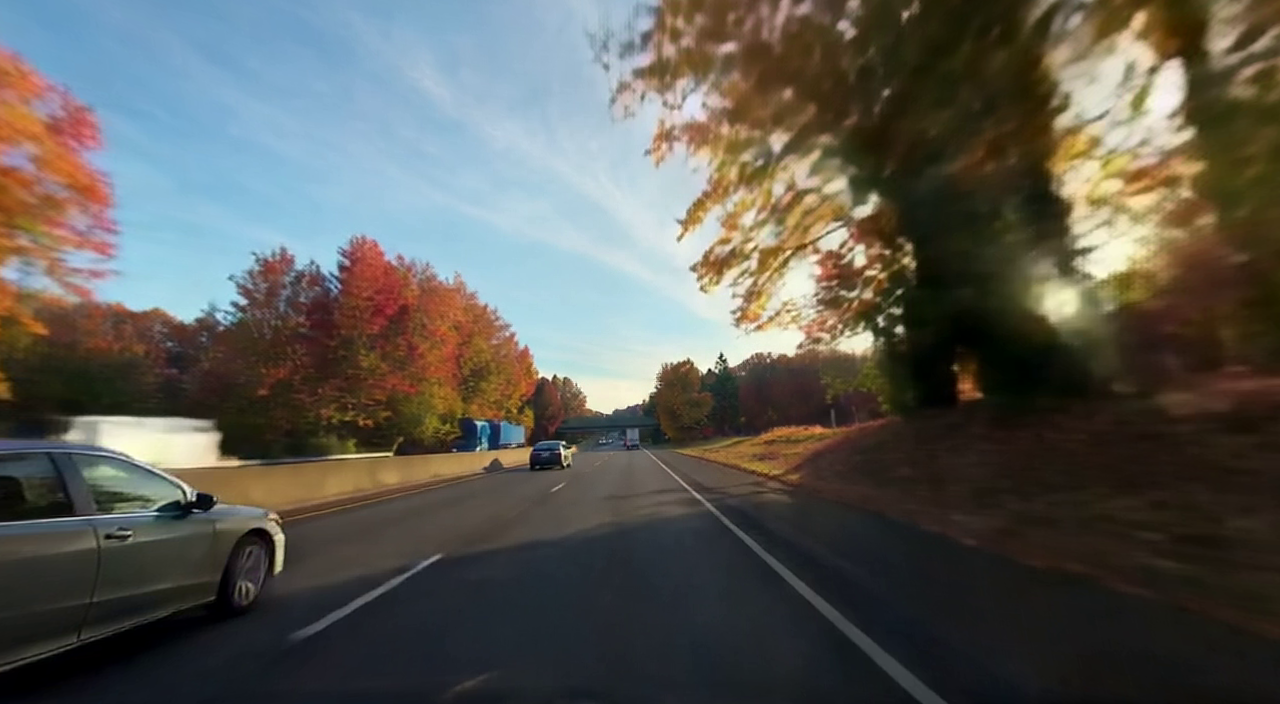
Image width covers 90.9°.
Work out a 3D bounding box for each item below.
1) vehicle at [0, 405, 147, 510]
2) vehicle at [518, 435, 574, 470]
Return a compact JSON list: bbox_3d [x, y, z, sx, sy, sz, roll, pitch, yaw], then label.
[{"bbox_3d":[-12.091,1.927,11.576,2.098,1.796,4.845,0,-8,0],"label":"vehicle"},{"bbox_3d":[-4.426,4.800,30.208,2.002,1.553,4.247,0,-8,0],"label":"vehicle"}]
